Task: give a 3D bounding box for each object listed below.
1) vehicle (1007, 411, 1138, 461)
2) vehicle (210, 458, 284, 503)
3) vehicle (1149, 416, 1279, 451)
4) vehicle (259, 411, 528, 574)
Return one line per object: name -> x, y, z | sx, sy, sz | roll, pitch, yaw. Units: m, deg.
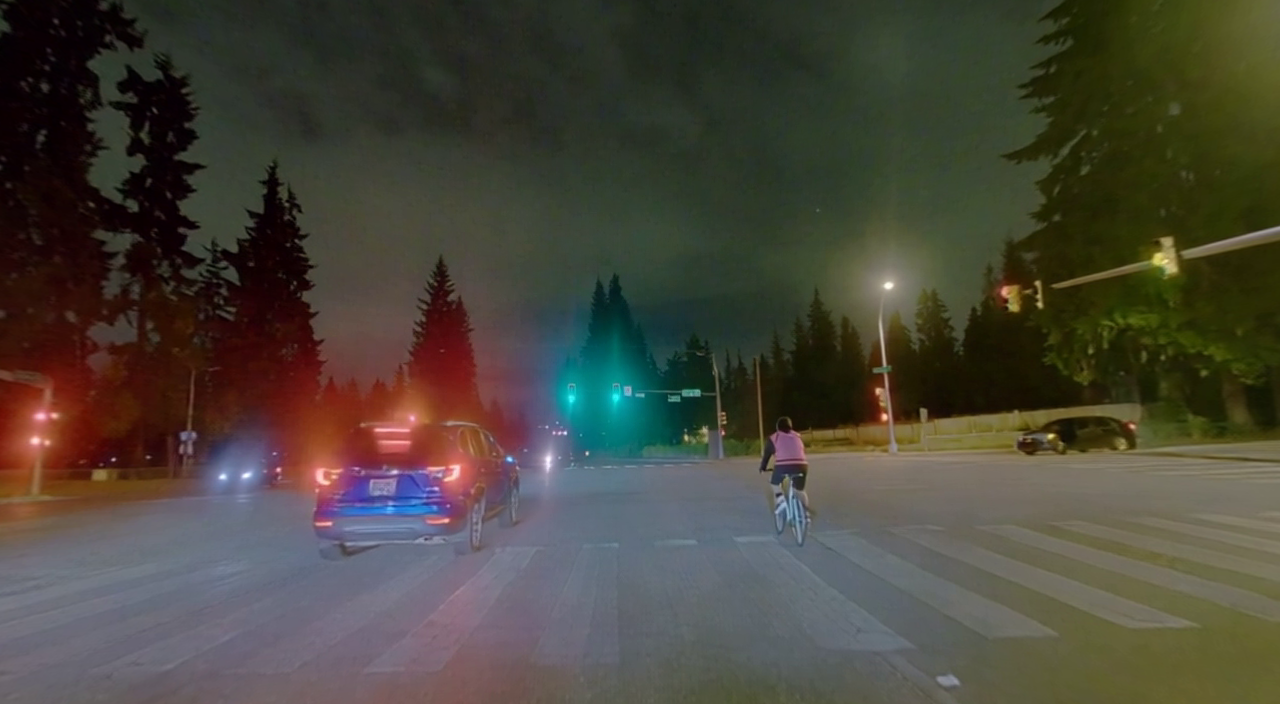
vehicle -> 18.571, 3.643, 27.179 | 4.237, 1.948, 1.997 | -1, -9, -9
vehicle -> -15.357, 4.952, 24.787 | 2.171, 1.474, 4.513 | 5, -10, -30
vehicle -> 25.739, 3.666, 28.174 | 4.716, 1.507, 1.904 | 2, -9, -11
vehicle -> -3.103, 1.872, 9.240 | 2.049, 1.756, 4.602 | 0, -8, 0
